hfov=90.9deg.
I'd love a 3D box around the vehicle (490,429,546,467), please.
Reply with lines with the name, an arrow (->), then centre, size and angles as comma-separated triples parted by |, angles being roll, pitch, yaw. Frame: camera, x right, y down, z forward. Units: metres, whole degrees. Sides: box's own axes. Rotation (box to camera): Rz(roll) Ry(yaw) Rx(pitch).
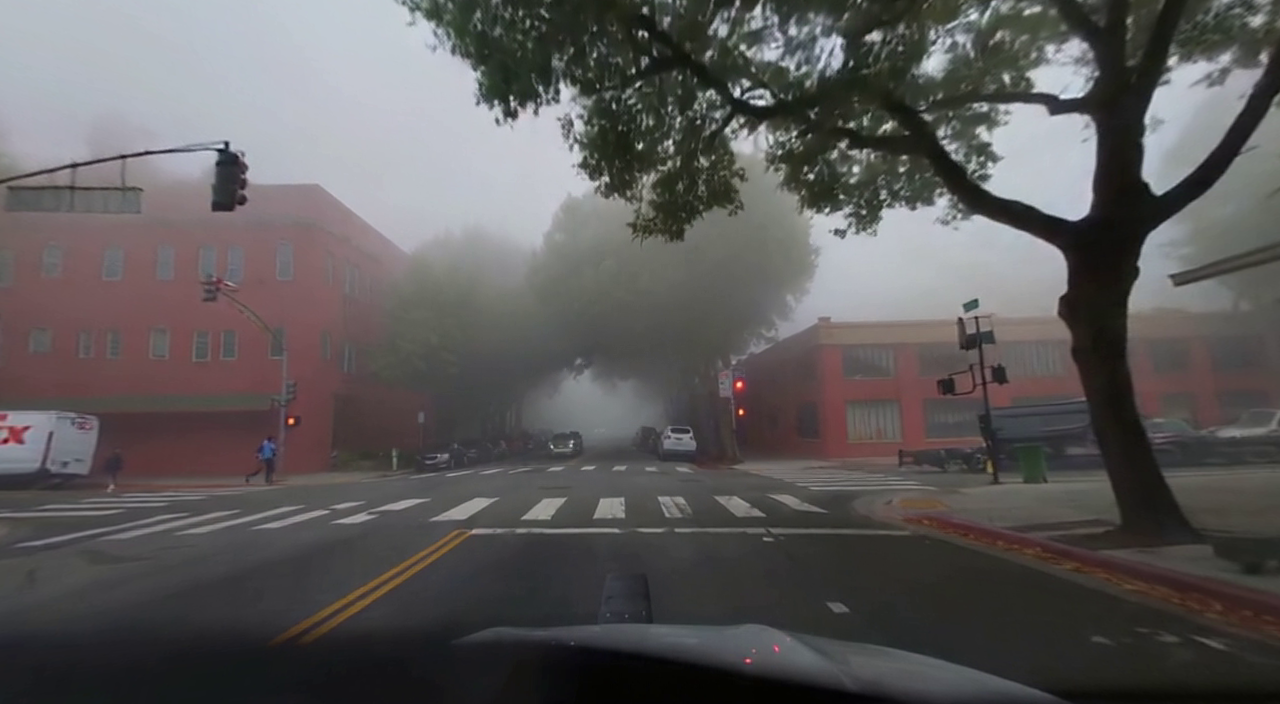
vehicle -> -6.470, 5.152, 33.976 | 2.242, 1.887, 4.924 | 0, -8, -3

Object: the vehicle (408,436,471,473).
vehicle -> -10.386, 5.307, 32.977 | 2.216, 1.804, 4.526 | 1, -8, -6

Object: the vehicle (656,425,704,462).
vehicle -> 2.470, 5.847, 40.478 | 2.557, 2.188, 5.164 | 0, -8, -3

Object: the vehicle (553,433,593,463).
vehicle -> -3.795, 5.523, 36.423 | 2.033, 1.596, 4.142 | 0, -8, -3

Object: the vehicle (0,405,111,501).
vehicle -> -25.946, 3.801, 23.528 | 9.465, 3.299, 3.029 | -1, -6, -3
